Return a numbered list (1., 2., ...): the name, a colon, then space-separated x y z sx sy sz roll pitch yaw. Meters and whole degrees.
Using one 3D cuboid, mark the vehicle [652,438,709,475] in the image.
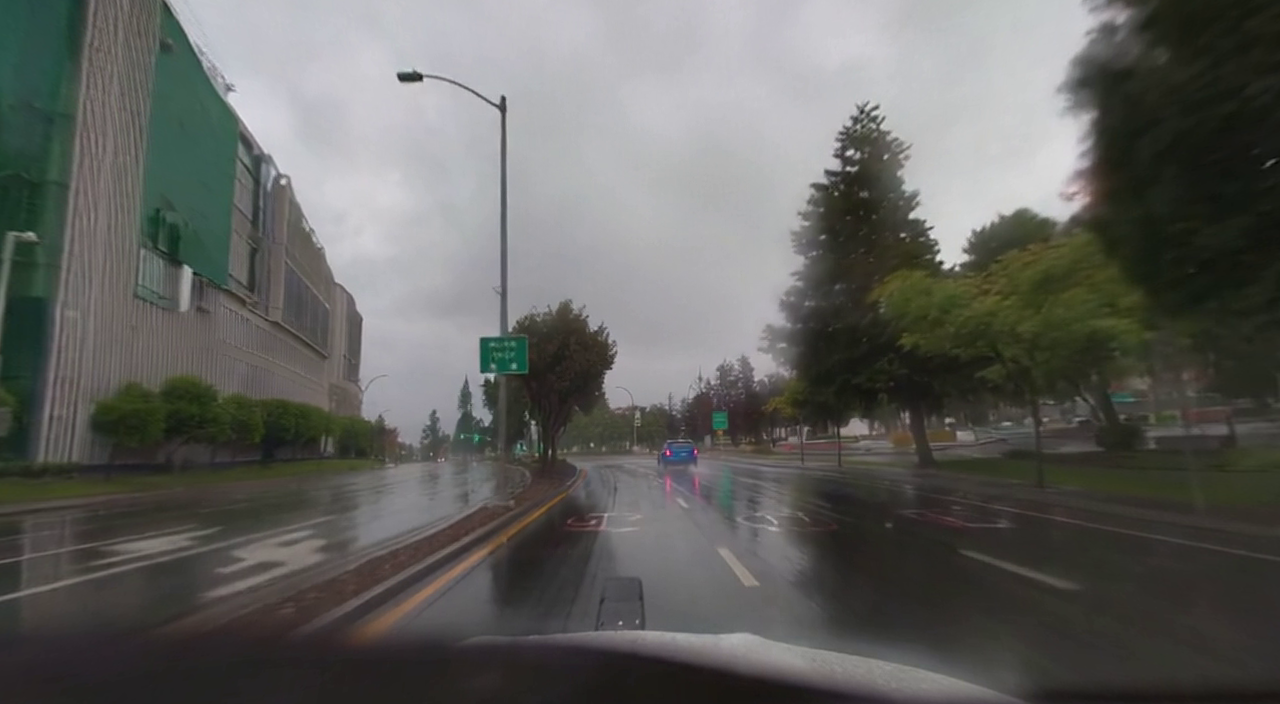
1. vehicle: 1.878 5.045 30.841 2.165 1.633 4.381 0 -8 -5
